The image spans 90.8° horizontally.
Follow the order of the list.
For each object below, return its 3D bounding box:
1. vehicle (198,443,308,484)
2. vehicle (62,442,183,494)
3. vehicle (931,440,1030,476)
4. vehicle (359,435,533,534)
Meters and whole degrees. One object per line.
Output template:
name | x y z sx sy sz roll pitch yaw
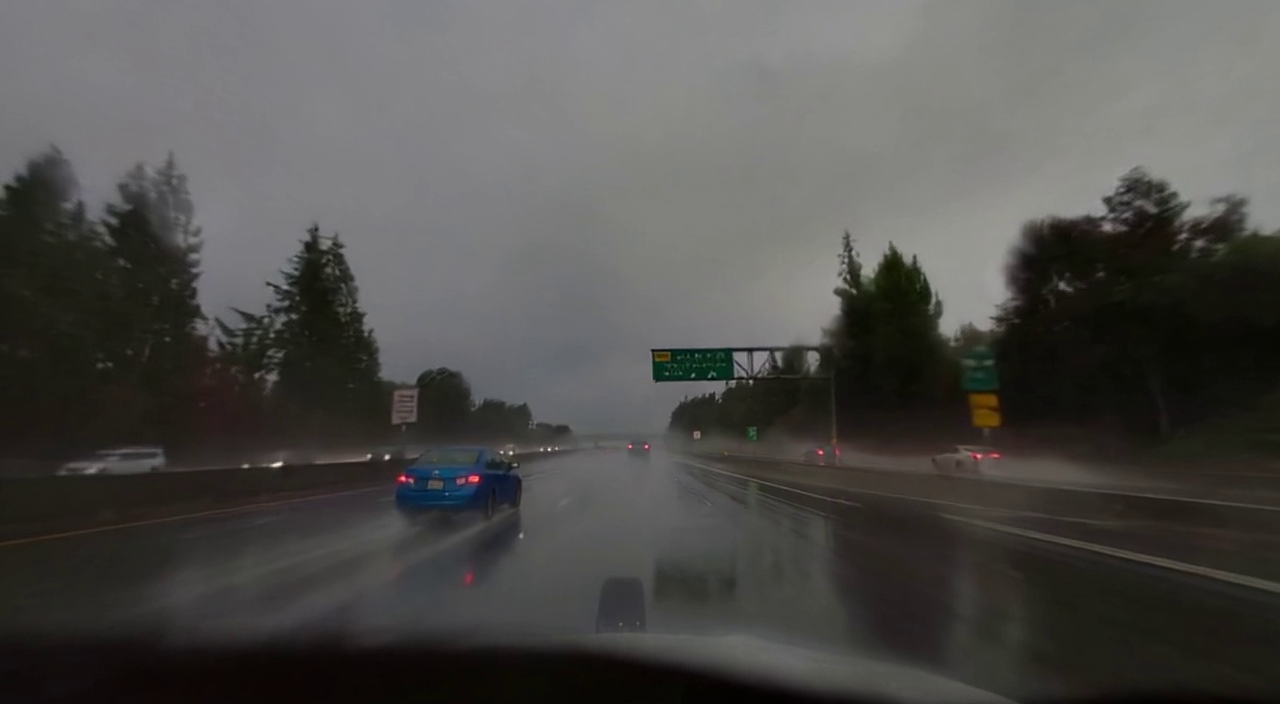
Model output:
vehicle | -17.353 5.005 28.672 2.043 1.651 4.727 0 -9 -1
vehicle | -36.890 8.244 45.468 2.849 3.374 7.257 1 -9 -5
vehicle | 15.574 4.875 29.253 1.873 1.463 4.937 0 -9 1
vehicle | -3.435 2.431 12.171 2.020 1.554 4.137 0 -9 0
